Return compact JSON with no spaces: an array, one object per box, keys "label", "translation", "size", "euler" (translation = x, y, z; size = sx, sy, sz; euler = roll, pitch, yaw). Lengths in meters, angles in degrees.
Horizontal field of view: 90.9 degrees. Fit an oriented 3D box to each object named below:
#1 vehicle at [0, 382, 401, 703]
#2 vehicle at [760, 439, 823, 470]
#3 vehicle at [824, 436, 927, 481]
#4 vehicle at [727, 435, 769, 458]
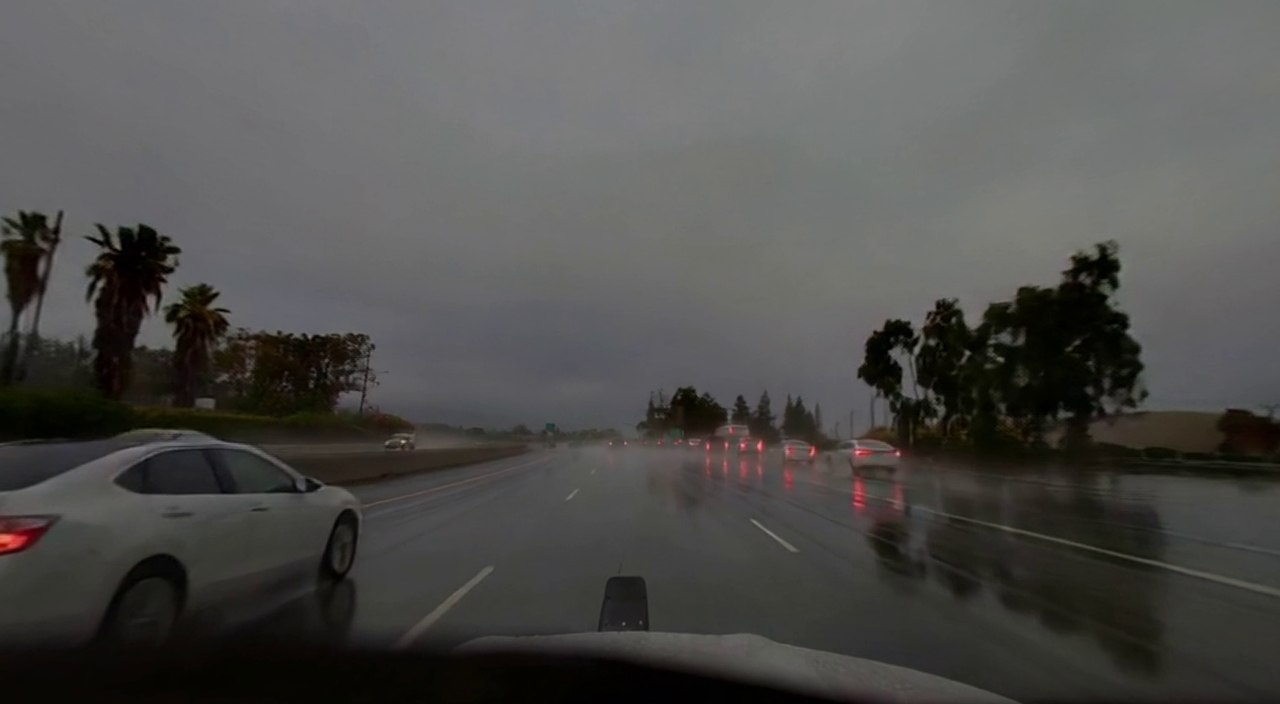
[{"label":"vehicle","translation":[-3.590,1.193,4.490],"size":[2.109,1.536,4.174],"euler":[-1,-8,1]},{"label":"vehicle","translation":[7.859,5.363,33.200],"size":[1.984,1.477,4.385],"euler":[0,-8,-3]},{"label":"vehicle","translation":[8.575,3.912,23.431],"size":[1.922,1.456,4.626],"euler":[0,-8,-2]},{"label":"vehicle","translation":[7.725,6.848,45.664],"size":[1.957,1.584,4.272],"euler":[0,-8,-5]}]
